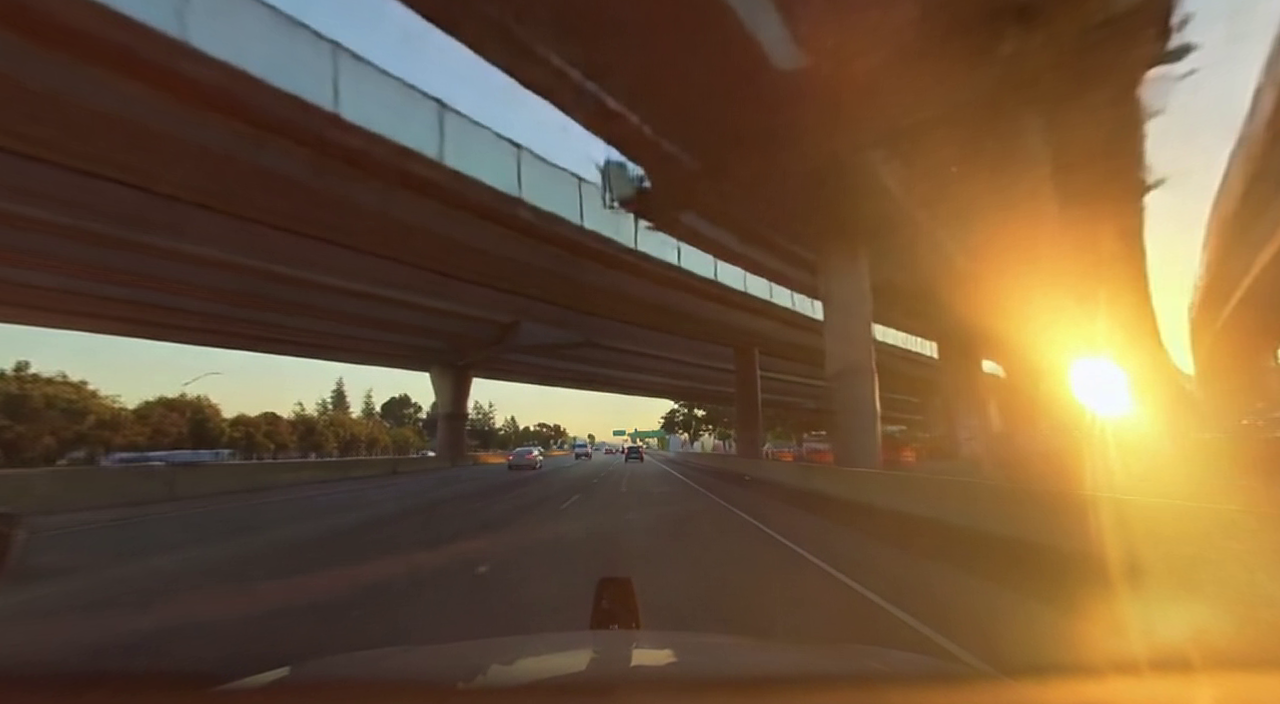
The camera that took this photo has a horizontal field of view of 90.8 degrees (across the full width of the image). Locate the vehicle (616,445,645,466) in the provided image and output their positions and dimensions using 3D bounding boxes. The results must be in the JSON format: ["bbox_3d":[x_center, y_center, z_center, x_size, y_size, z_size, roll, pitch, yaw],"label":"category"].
[{"bbox_3d":[-0.719,7.595,46.411,2.051,1.459,4.092,0,-9,-1],"label":"vehicle"}]

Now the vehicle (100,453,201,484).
[{"bbox_3d":[-25.408,6.051,33.027,1.772,1.459,4.504,0,-9,-2],"label":"vehicle"}]

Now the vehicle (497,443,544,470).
[{"bbox_3d":[-7.439,6.565,39.885,2.128,1.604,4.279,0,-9,0],"label":"vehicle"}]
